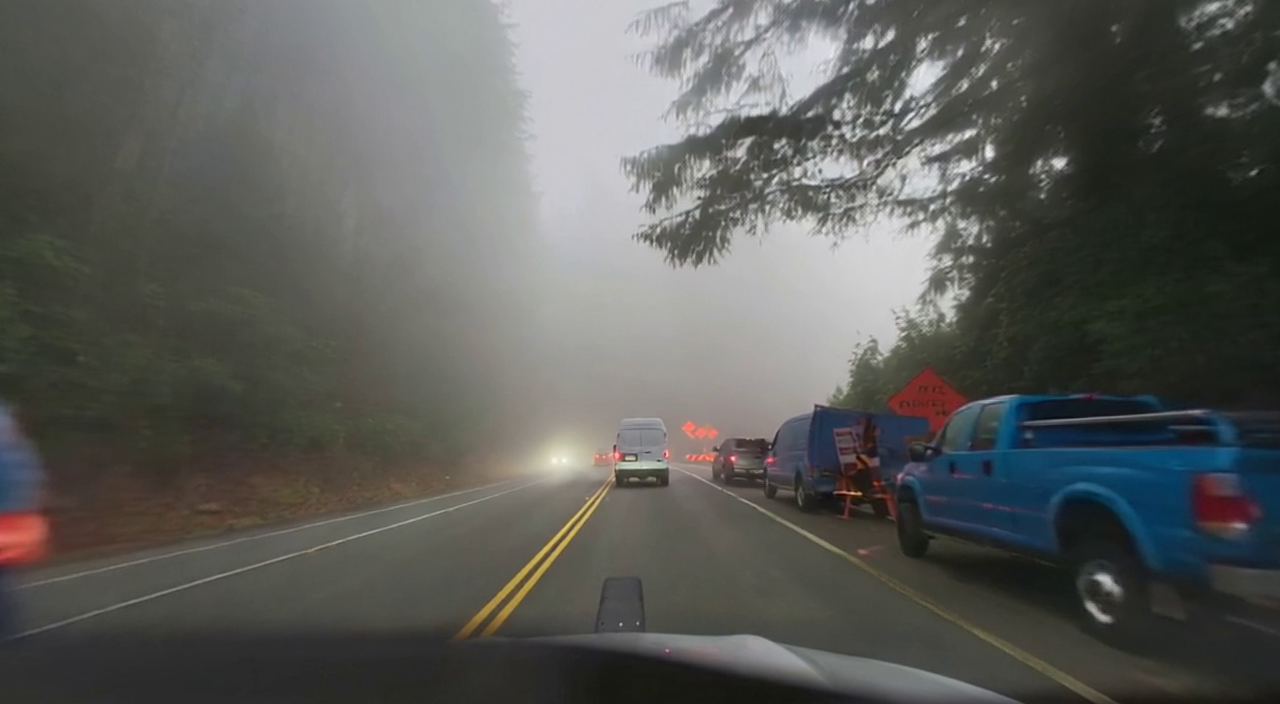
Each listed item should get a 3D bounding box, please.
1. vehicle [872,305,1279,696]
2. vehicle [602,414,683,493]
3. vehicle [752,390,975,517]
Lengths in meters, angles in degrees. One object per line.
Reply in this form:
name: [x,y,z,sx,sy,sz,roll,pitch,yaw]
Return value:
vehicle: [4.376,1.144,5.790,2.202,1.980,5.978,0,-8,0]
vehicle: [0.076,3.316,20.853,2.362,2.247,4.892,0,-8,0]
vehicle: [4.415,2.231,14.207,2.613,2.153,6.713,0,-8,0]
